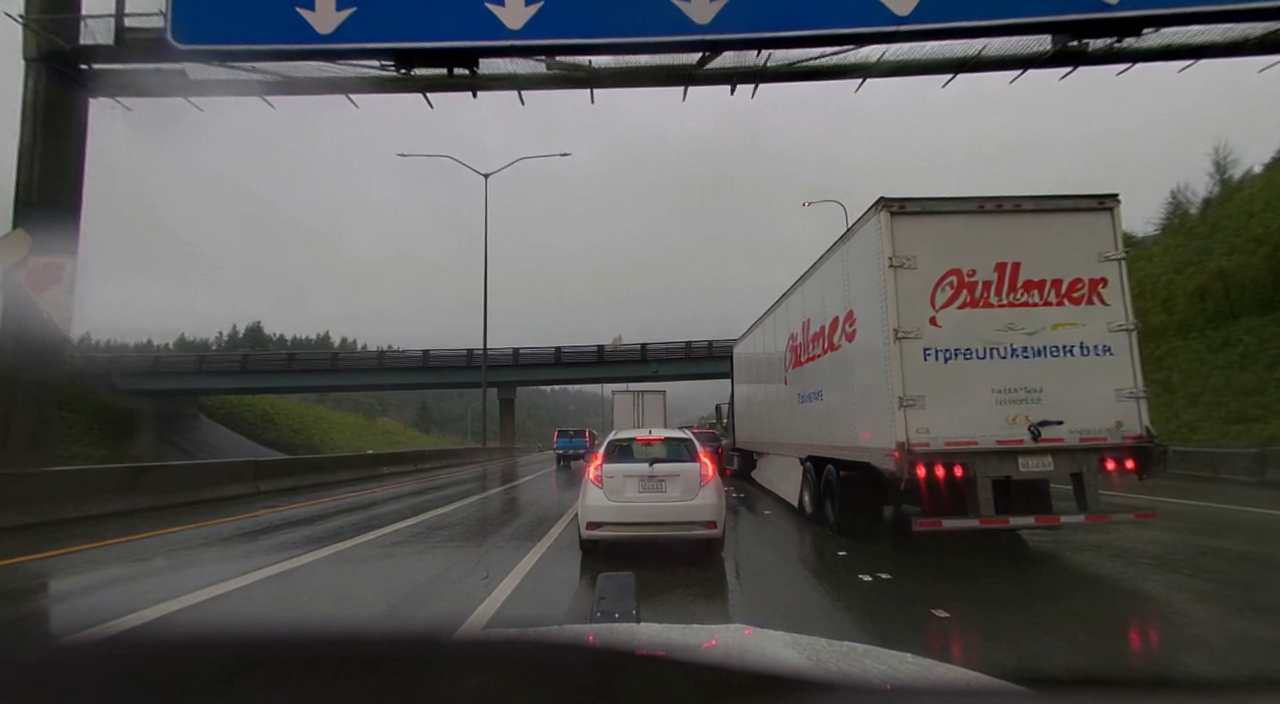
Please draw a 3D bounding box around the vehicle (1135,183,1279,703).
[{"bbox_3d":[4.733,0.101,0.608,2.892,2.615,6.650,0,-8,-2],"label":"vehicle"}]

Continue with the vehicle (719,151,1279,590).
[{"bbox_3d":[4.183,1.066,12.937,2.827,4.081,14.305,0,-8,-2],"label":"vehicle"}]

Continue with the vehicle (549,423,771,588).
[{"bbox_3d":[0.172,1.674,7.681,2.045,1.490,3.597,-1,-8,0],"label":"vehicle"}]
